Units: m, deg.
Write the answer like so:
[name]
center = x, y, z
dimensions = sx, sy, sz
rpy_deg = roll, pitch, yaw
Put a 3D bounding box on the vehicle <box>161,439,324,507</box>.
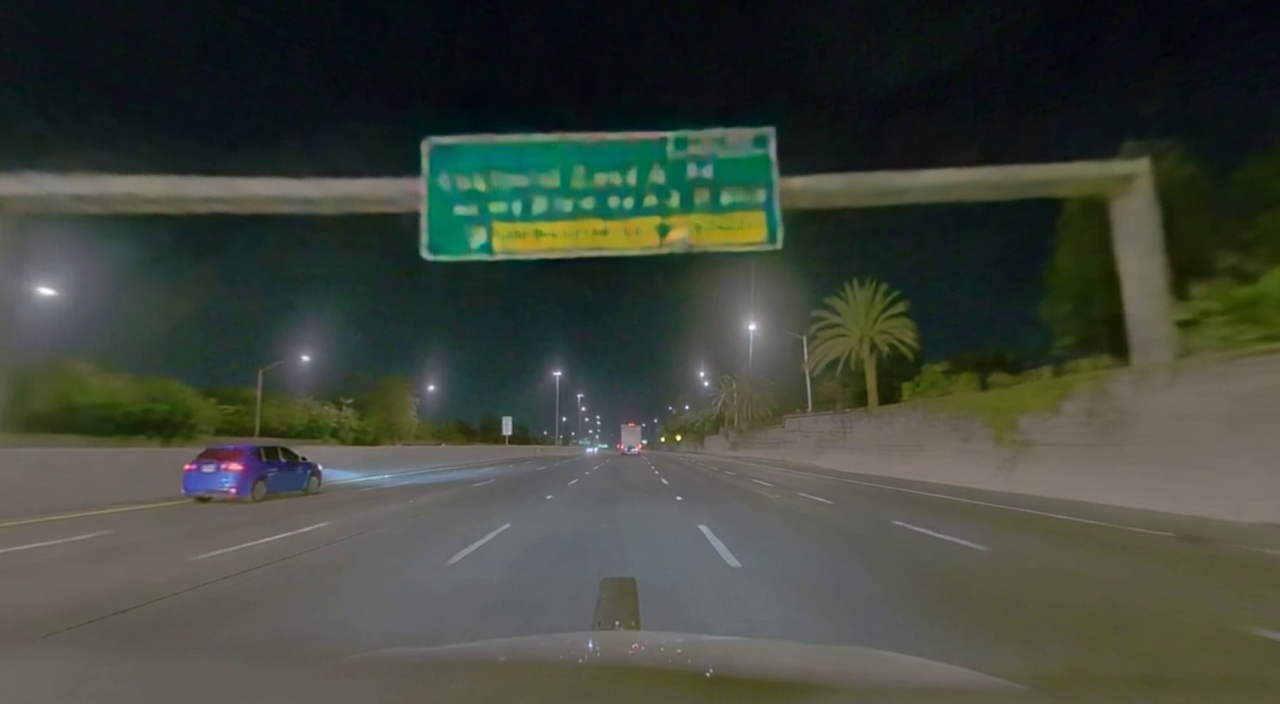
[vehicle]
center = -10.880, 3.315, 17.726
dimensions = 1.897, 1.653, 4.113
rpy_deg = 0, -9, -1
